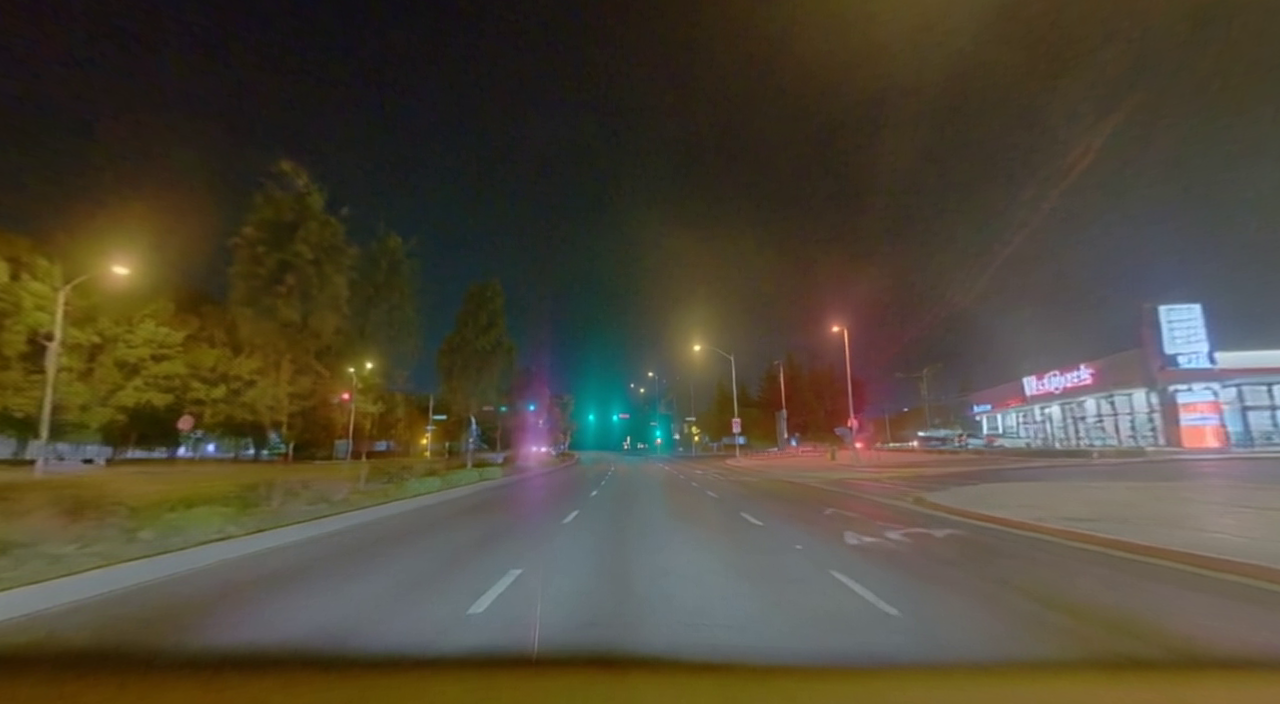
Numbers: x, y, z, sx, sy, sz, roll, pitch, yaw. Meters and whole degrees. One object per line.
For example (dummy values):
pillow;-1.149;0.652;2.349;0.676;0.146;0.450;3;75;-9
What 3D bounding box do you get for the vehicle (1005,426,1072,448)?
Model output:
vehicle;31.578;6.737;49.945;4.051;1.611;1.944;1;-8;-2
